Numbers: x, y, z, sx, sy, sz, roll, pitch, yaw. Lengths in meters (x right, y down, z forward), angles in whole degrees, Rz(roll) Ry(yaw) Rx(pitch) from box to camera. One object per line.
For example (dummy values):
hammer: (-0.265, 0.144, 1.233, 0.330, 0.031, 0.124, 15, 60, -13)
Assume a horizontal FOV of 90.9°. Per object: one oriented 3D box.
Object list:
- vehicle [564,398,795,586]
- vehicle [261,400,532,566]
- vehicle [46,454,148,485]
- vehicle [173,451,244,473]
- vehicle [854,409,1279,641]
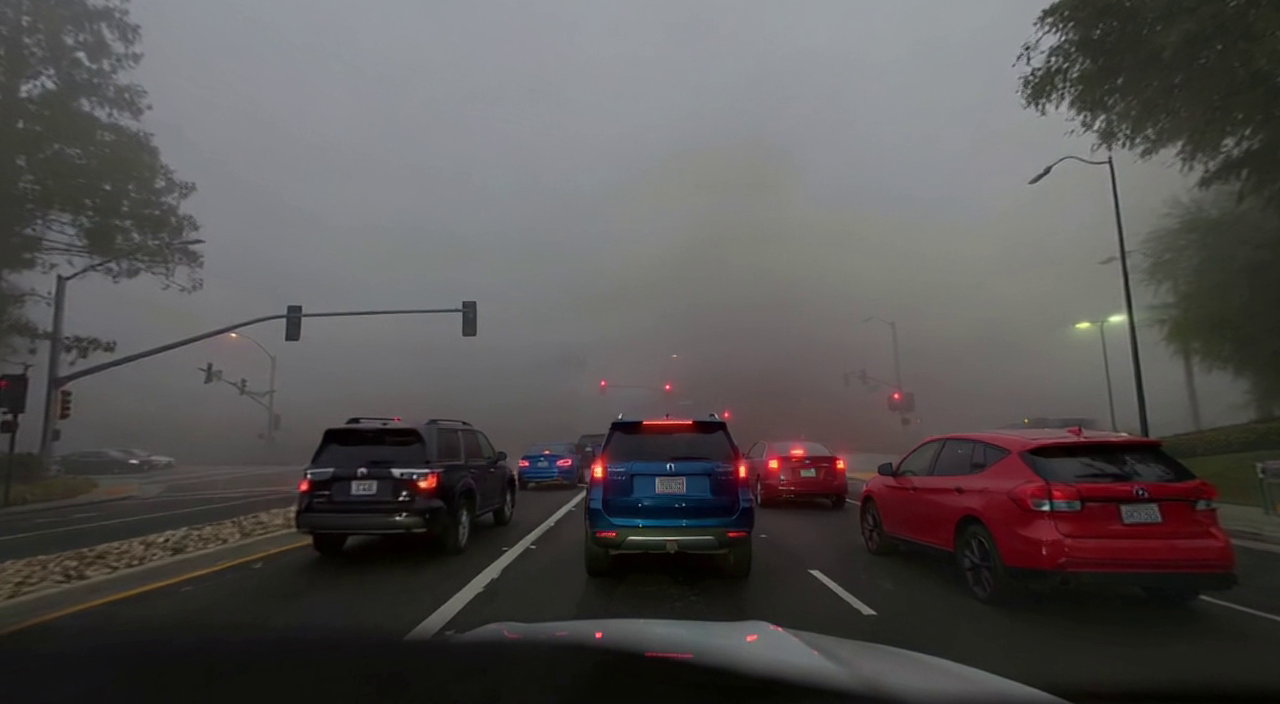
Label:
vehicle: (0.387, 1.652, 8.222, 2.172, 1.764, 4.338, 0, -8, 0)
vehicle: (-3.113, 1.815, 9.492, 2.054, 1.814, 4.941, 0, -8, 1)
vehicle: (-31.209, 6.746, 36.302, 4.395, 1.636, 1.926, -1, -9, 9)
vehicle: (-32.726, 8.332, 47.887, 4.067, 1.593, 1.810, -1, -8, 3)
vehicle: (3.914, 1.493, 6.435, 1.954, 1.592, 3.992, 0, -8, -1)
